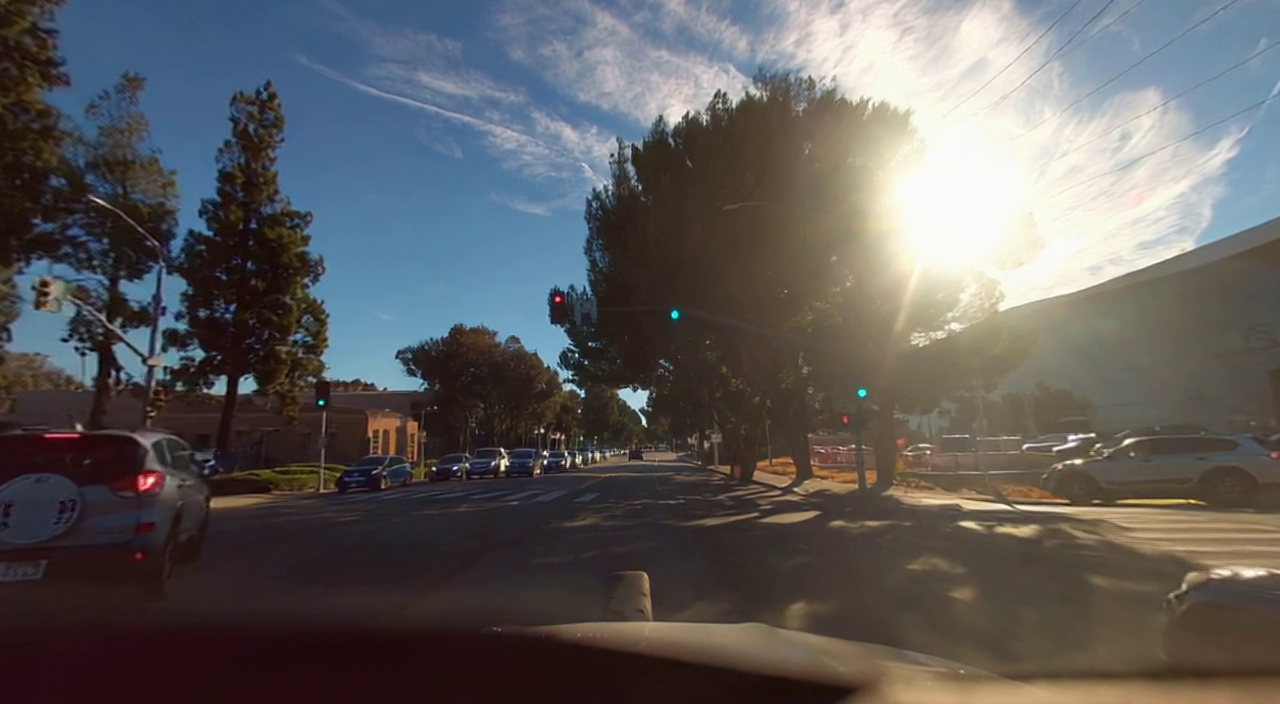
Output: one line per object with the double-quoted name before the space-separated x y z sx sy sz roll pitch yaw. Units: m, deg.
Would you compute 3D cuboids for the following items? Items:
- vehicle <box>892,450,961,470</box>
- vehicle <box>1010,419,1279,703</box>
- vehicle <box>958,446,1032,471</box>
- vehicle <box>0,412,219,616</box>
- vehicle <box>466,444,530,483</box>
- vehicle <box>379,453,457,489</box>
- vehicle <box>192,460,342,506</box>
"vehicle" 20.586 7.778 45.382 4.120 1.340 1.654 -1 -9 5
"vehicle" 3.610 0.977 2.241 1.966 1.490 4.429 0 -9 1
"vehicle" 21.509 6.453 38.237 3.576 1.425 1.702 2 -9 -11
"vehicle" -6.779 1.741 7.693 2.000 1.789 4.638 4 -9 -26
"vehicle" -7.137 5.665 32.299 2.081 1.818 4.782 0 -9 1
"vehicle" -10.604 5.711 30.558 2.041 1.548 4.868 0 -9 0
"vehicle" -14.354 5.027 24.655 2.011 1.480 4.747 -3 -9 20
